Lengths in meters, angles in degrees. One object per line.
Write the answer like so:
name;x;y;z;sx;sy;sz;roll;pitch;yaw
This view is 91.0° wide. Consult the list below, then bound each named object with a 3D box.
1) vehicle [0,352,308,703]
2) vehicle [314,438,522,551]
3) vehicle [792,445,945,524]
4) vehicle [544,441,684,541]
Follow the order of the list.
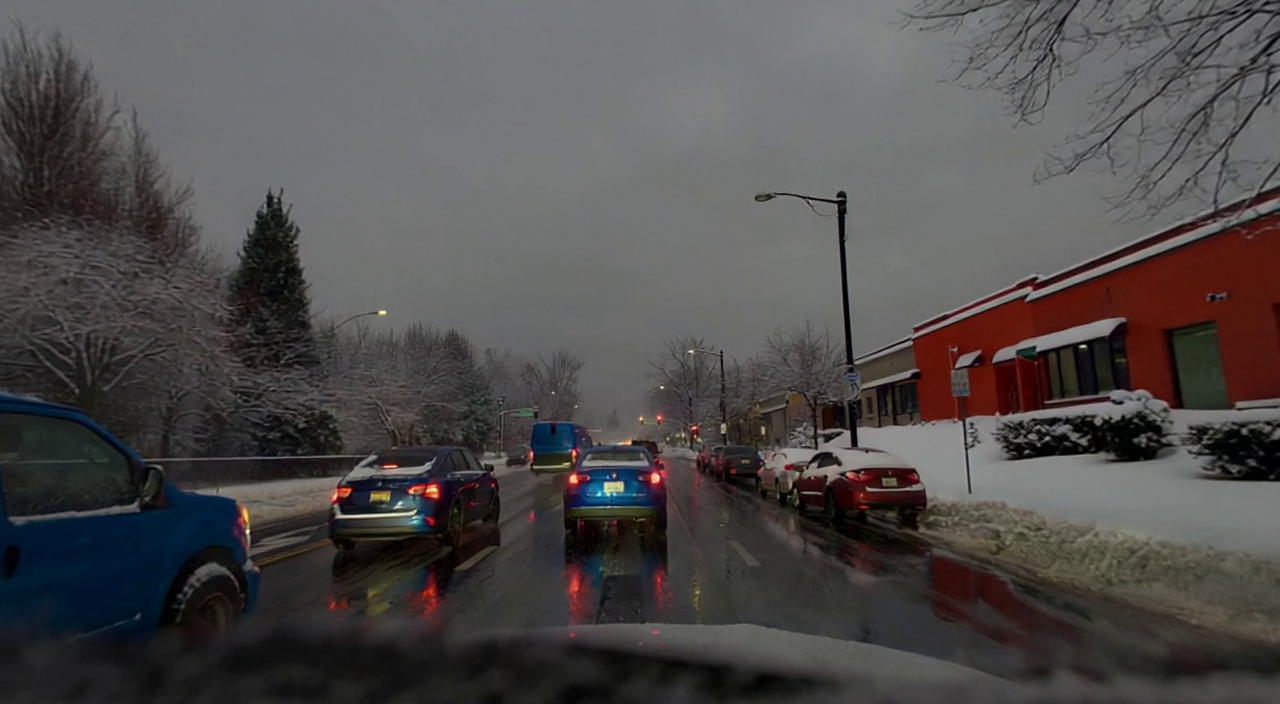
vehicle;-3.730;0.876;2.537;2.140;1.768;4.685;0;-9;1
vehicle;-3.528;2.334;11.083;1.995;1.554;4.426;0;-9;1
vehicle;4.899;2.854;14.186;1.832;1.491;4.054;1;-9;-1
vehicle;-0.389;2.470;11.855;2.152;1.518;4.113;0;-9;0
